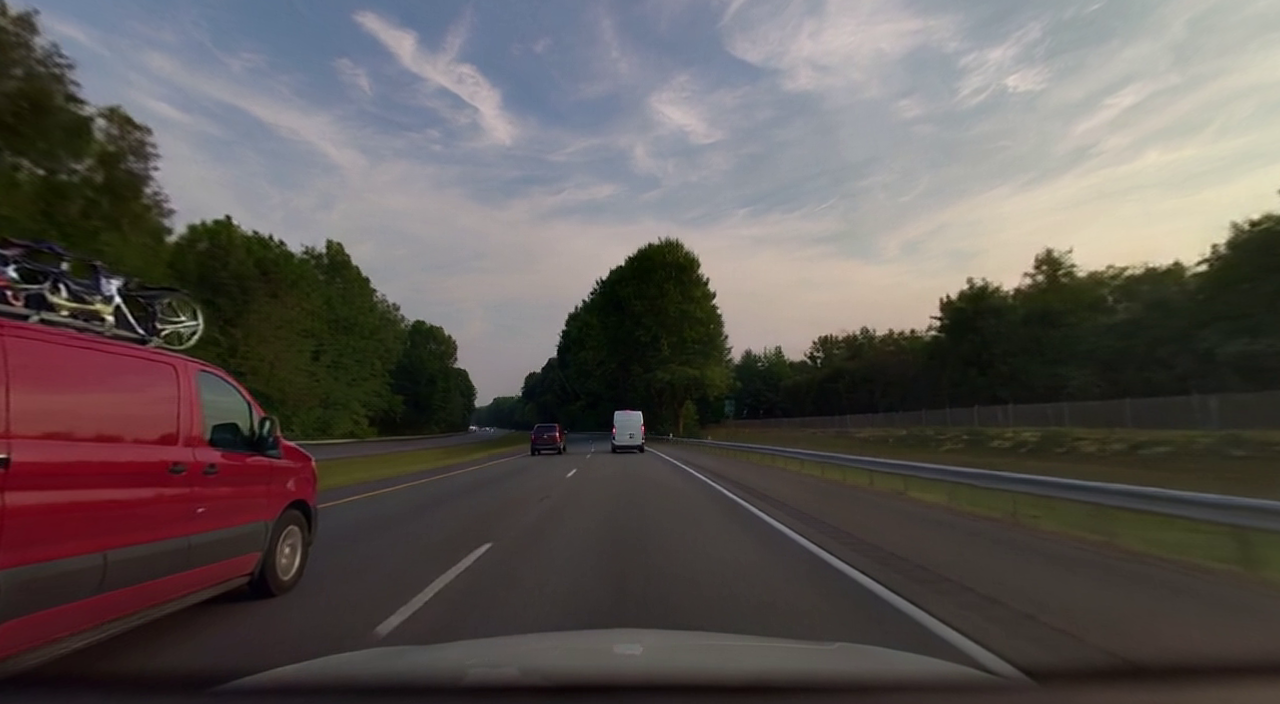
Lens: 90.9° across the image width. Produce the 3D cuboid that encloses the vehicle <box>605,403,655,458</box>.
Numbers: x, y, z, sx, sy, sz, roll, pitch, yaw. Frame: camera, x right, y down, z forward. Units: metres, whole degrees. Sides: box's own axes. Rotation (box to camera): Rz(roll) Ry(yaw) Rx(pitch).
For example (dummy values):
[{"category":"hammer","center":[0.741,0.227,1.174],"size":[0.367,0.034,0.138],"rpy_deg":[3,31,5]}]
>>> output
[{"category":"vehicle","center":[-0.682,4.574,36.459],"size":[2.647,2.896,6.480],"rpy_deg":[1,-8,-3]}]

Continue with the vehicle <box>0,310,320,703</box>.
[{"category":"vehicle","center":[-3.619,0.734,2.702],"size":[2.069,1.751,4.720],"rpy_deg":[0,-8,-1]}]

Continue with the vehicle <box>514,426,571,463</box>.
[{"category":"vehicle","center":[-4.609,4.429,30.446],"size":[2.110,1.636,4.453],"rpy_deg":[0,-8,-1]}]
